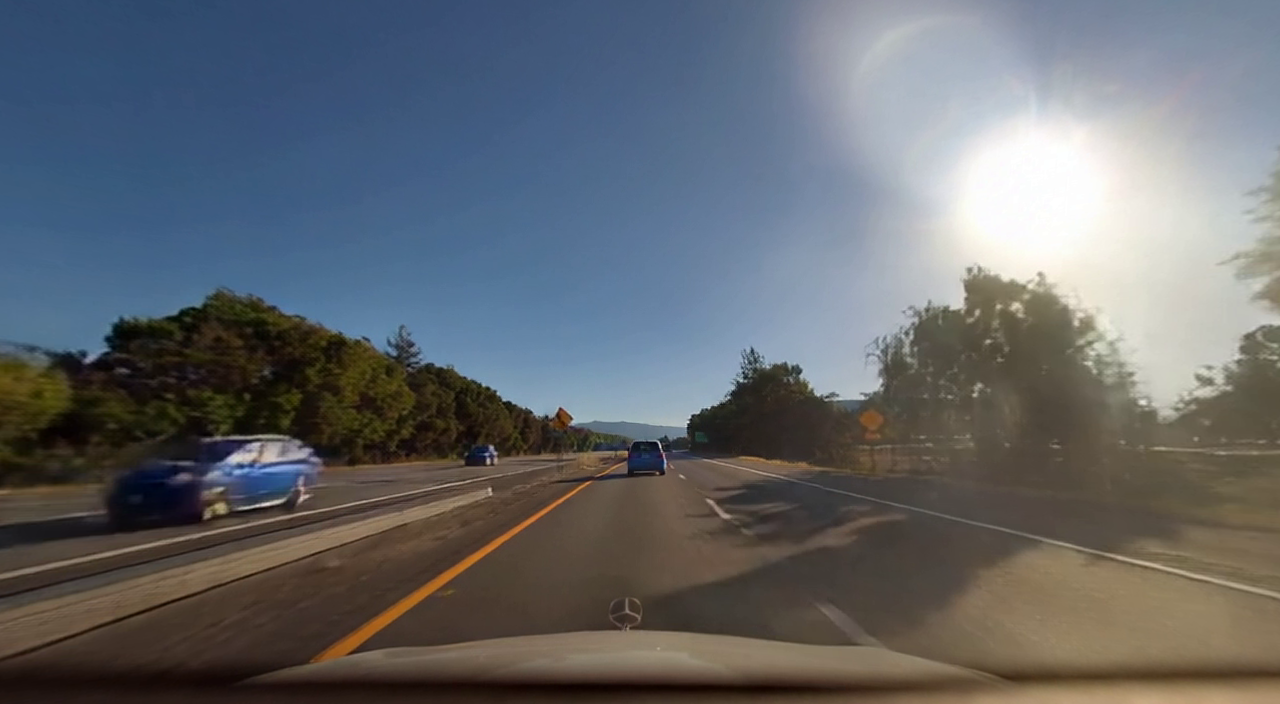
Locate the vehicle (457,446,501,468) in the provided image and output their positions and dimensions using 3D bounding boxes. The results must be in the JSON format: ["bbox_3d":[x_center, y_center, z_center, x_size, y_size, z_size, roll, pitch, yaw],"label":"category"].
[{"bbox_3d":[-11.440,7.460,44.955,1.847,1.486,4.383,0,-9,2],"label":"vehicle"}]

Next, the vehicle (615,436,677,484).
[{"bbox_3d":[0.221,4.167,24.484,2.190,1.706,4.062,0,-9,0],"label":"vehicle"}]
